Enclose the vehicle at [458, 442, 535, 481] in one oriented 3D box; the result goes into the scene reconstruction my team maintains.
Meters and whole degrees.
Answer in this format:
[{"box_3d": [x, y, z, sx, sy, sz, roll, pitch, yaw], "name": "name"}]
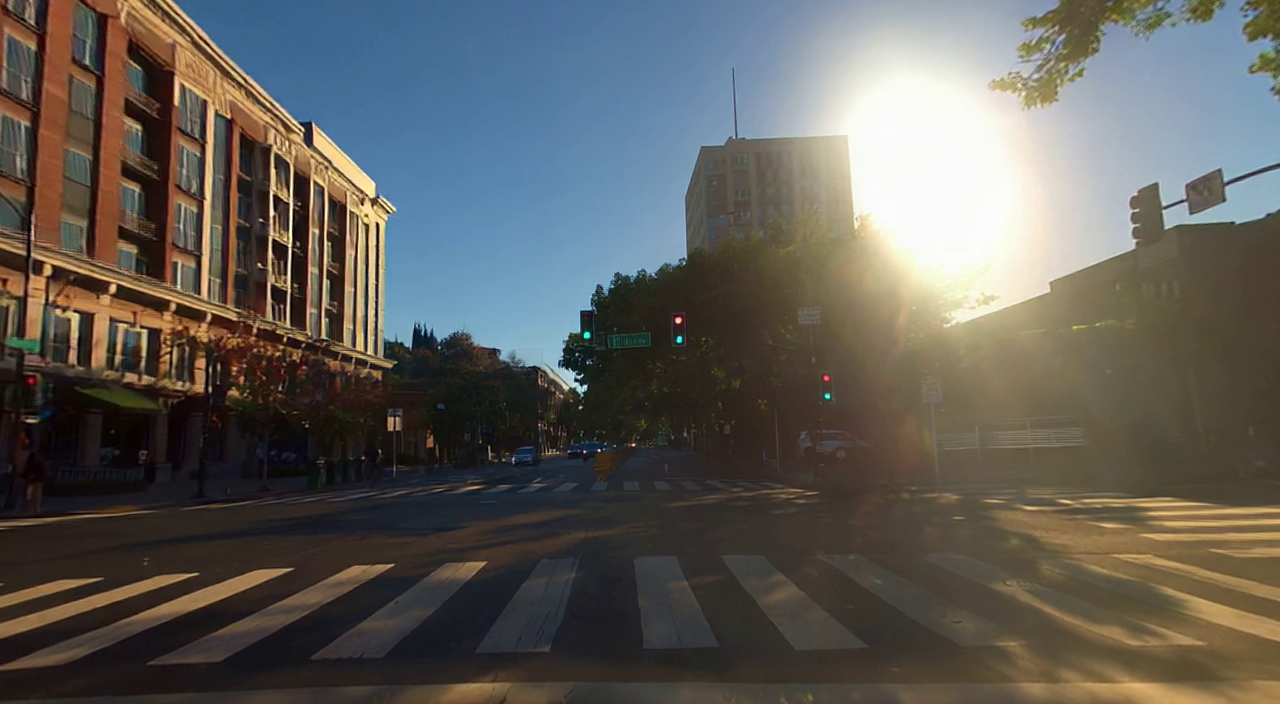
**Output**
[{"box_3d": [-5.887, 4.549, 26.485, 2.127, 1.473, 4.428, 0, -8, 1], "name": "vehicle"}]
